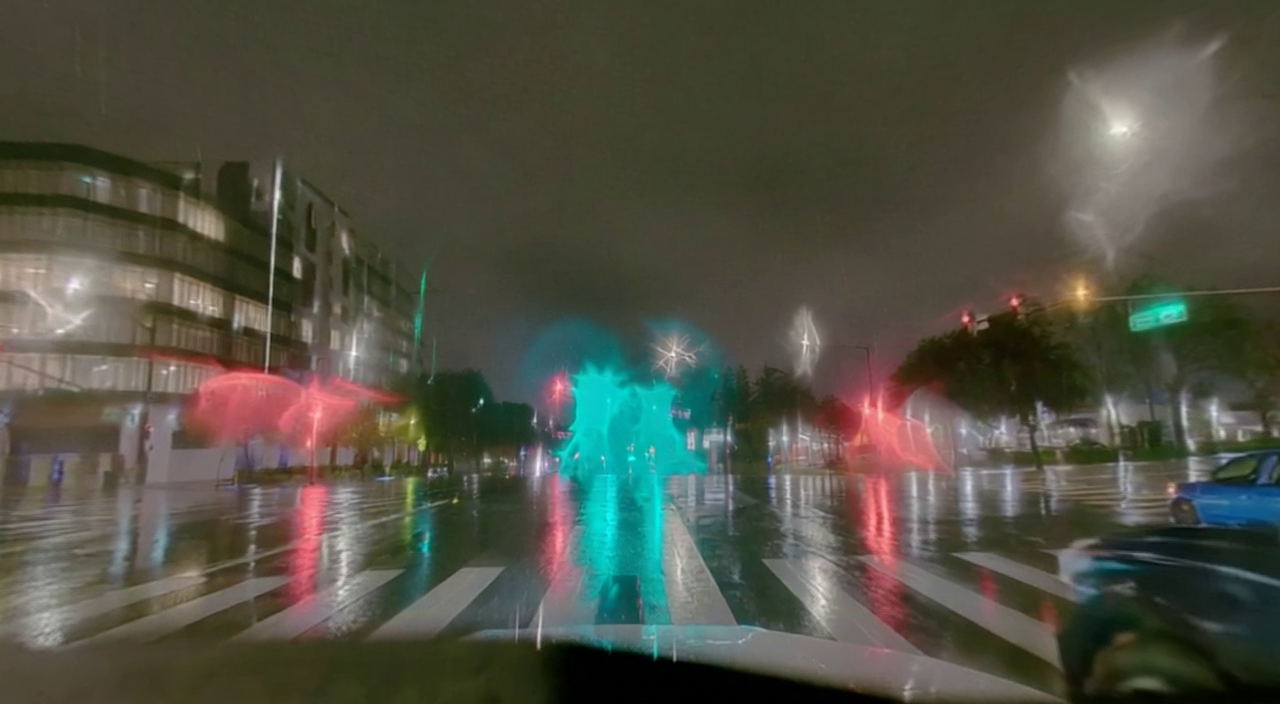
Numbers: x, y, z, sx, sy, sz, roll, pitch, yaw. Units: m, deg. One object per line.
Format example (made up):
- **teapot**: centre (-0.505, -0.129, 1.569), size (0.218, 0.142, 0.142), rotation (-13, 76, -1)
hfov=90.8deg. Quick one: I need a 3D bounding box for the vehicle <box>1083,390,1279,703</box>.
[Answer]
- **vehicle**: centre (3.185, 0.669, 0.520), size (2.089, 1.539, 4.767), rotation (0, -9, -1)
